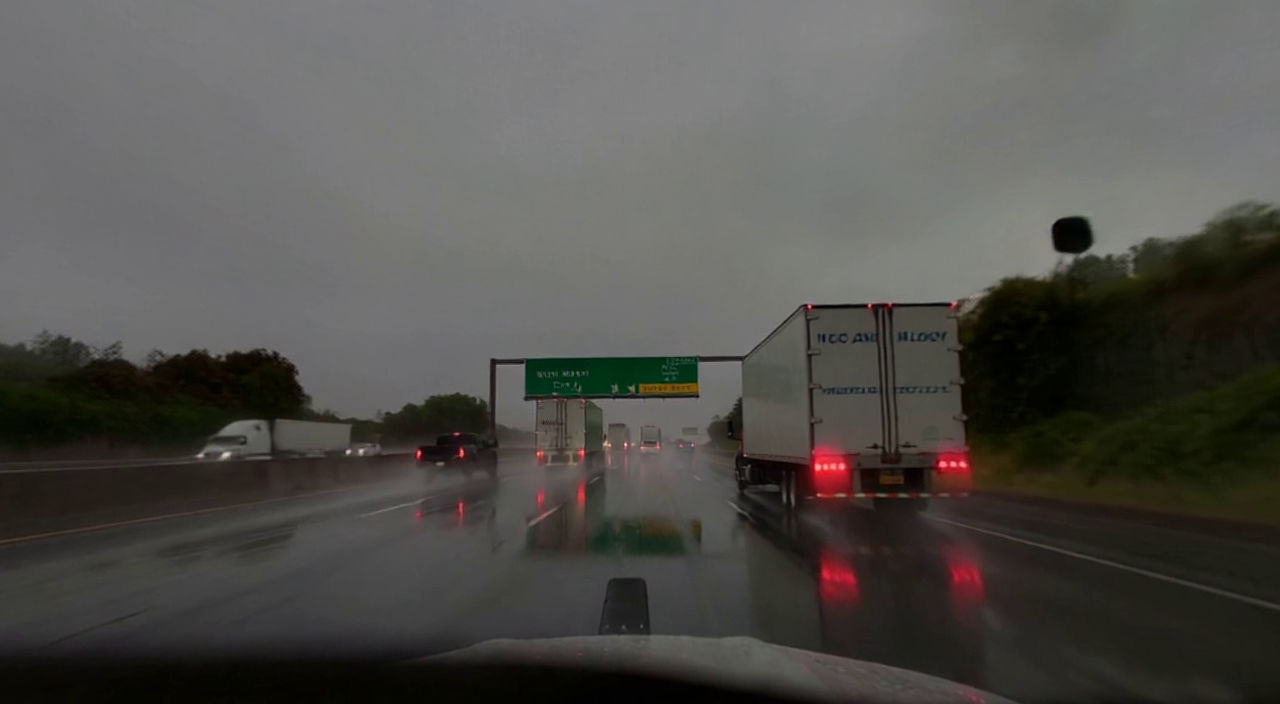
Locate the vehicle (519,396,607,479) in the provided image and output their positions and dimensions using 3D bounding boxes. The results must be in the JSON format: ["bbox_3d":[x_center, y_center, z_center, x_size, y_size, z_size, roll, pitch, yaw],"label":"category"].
[{"bbox_3d":[-3.128,3.814,27.979,2.745,3.156,7.608,0,-8,2],"label":"vehicle"}]

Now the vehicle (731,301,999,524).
[{"bbox_3d":[4.025,1.463,13.662,2.895,3.484,7.631,0,-8,0],"label":"vehicle"}]

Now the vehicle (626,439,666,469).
[{"bbox_3d":[0.313,5.592,34.765,2.105,1.502,4.068,0,-8,0],"label":"vehicle"}]

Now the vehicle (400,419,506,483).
[{"bbox_3d":[-7.044,3.828,24.522,2.322,2.195,5.556,0,-8,1],"label":"vehicle"}]
